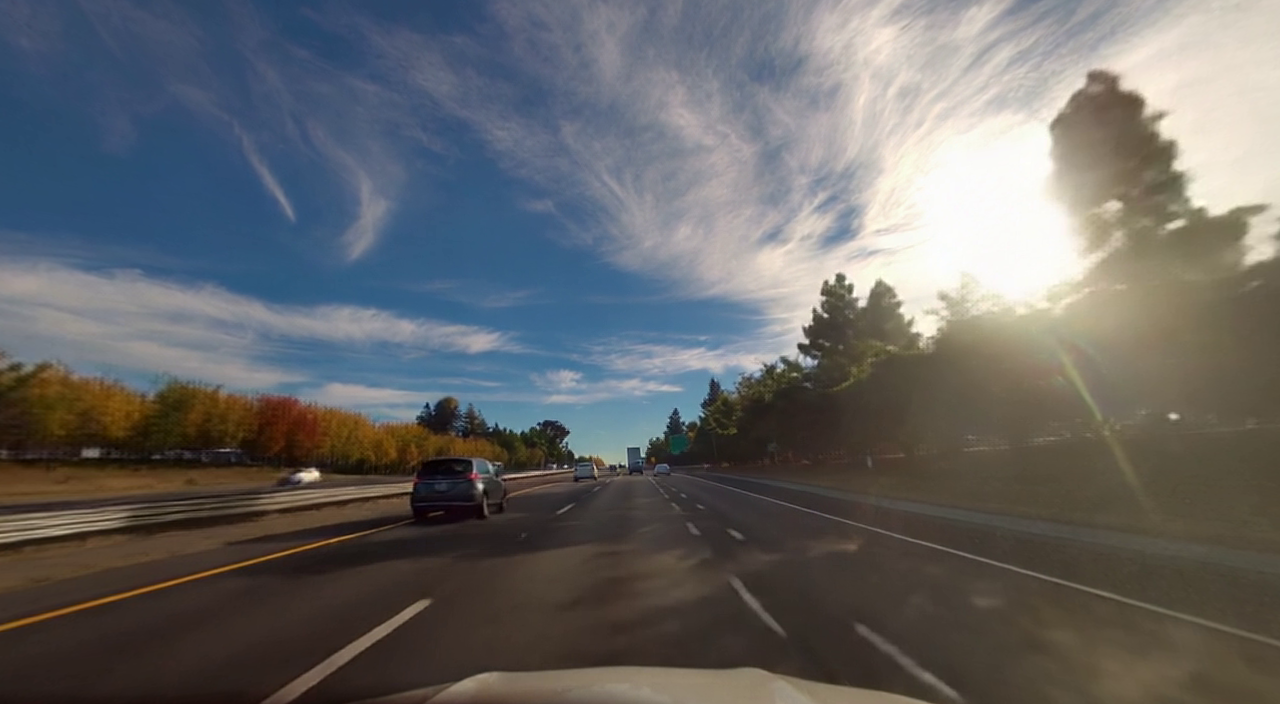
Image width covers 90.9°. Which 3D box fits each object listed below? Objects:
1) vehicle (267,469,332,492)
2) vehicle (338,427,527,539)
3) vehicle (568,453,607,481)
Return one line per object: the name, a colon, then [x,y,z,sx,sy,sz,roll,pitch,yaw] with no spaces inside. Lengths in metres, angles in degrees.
vehicle: [-23.339,8.798,43.404,1.848,1.482,4.631,0,-10,1]
vehicle: [-3.977,2.676,13.230,2.272,1.873,4.832,1,-10,0]
vehicle: [-3.777,8.416,46.078,2.390,1.879,4.423,1,-10,0]
